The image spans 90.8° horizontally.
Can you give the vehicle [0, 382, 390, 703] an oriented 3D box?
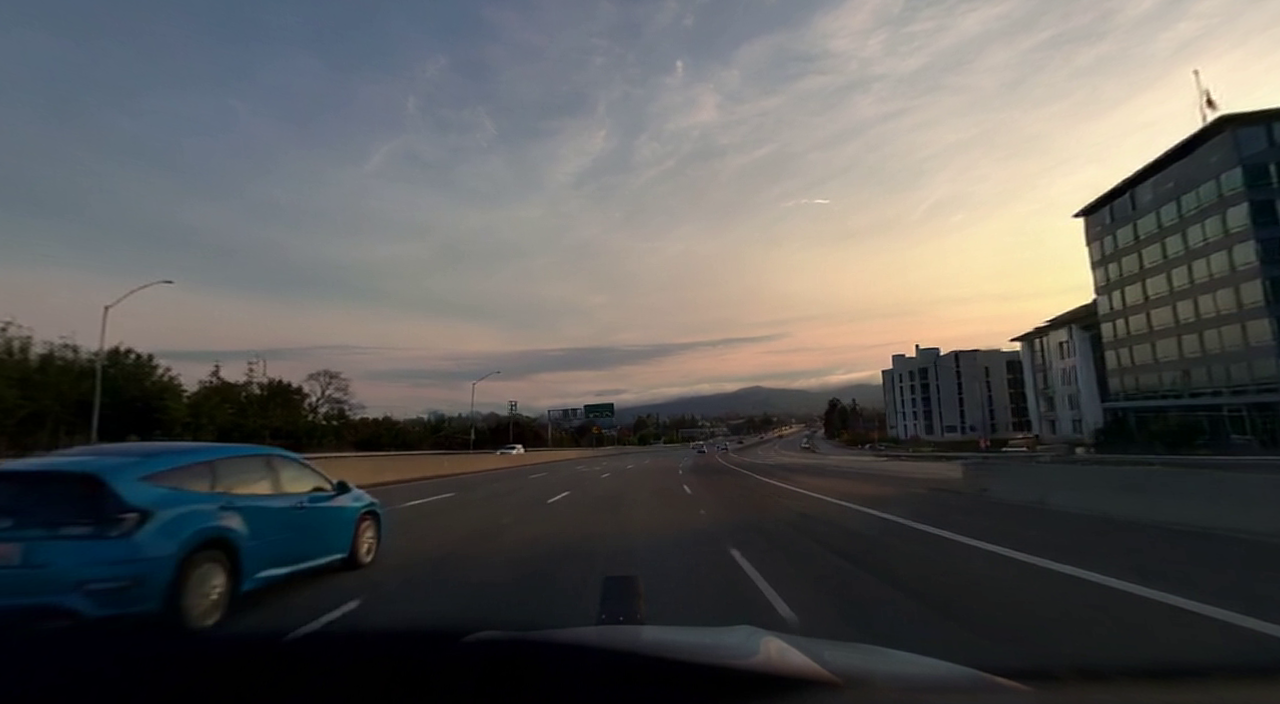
[{"bbox_3d":[-3.884,1.203,4.641,2.087,1.566,4.756,0,-9,1],"label":"vehicle"}]
